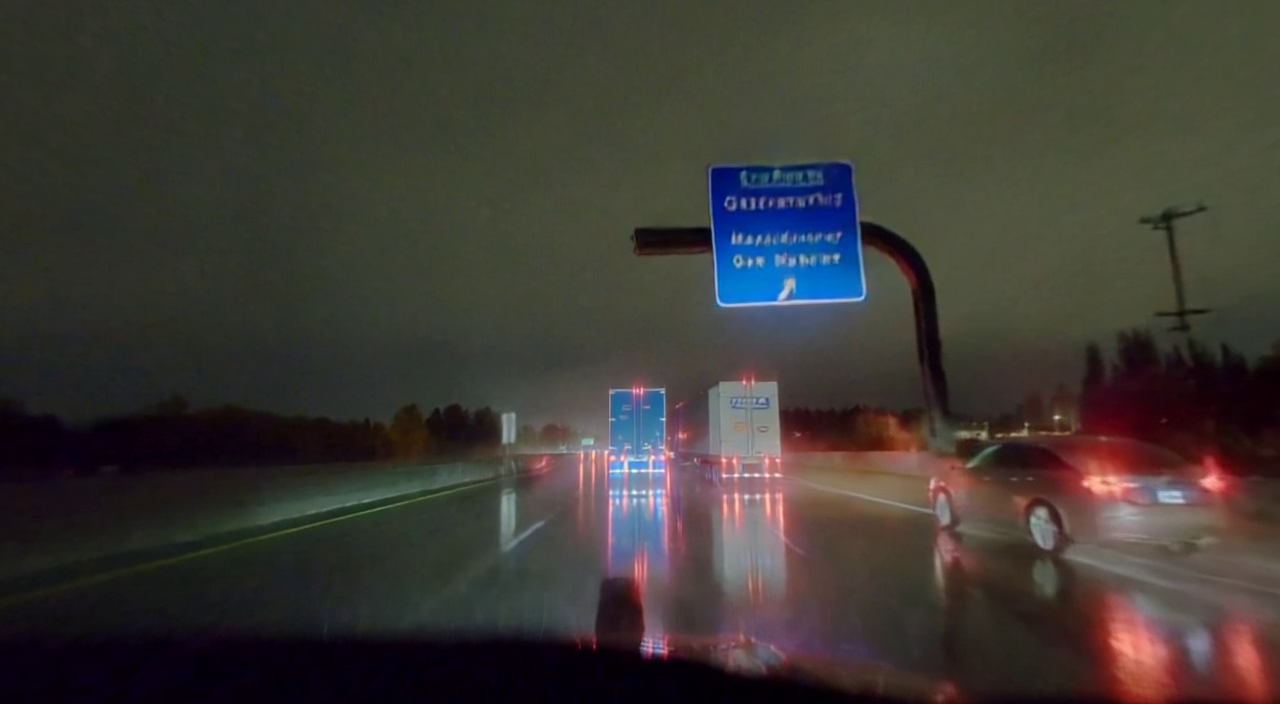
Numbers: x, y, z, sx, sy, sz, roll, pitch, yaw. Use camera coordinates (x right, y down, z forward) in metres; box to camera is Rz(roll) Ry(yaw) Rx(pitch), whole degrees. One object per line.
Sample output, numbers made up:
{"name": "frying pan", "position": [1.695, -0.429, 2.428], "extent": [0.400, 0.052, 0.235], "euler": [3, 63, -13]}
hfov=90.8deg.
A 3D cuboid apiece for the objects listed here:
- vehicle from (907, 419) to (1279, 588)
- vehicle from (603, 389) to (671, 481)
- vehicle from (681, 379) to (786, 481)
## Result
{"name": "vehicle", "position": [5.488, 1.768, 8.277], "extent": [2.086, 1.530, 4.808], "euler": [-1, -9, 3]}
{"name": "vehicle", "position": [-0.139, 4.227, 31.445], "extent": [2.864, 3.805, 9.709], "euler": [0, -9, 0]}
{"name": "vehicle", "position": [4.264, 4.275, 32.954], "extent": [3.044, 4.128, 14.482], "euler": [0, -9, -1]}
